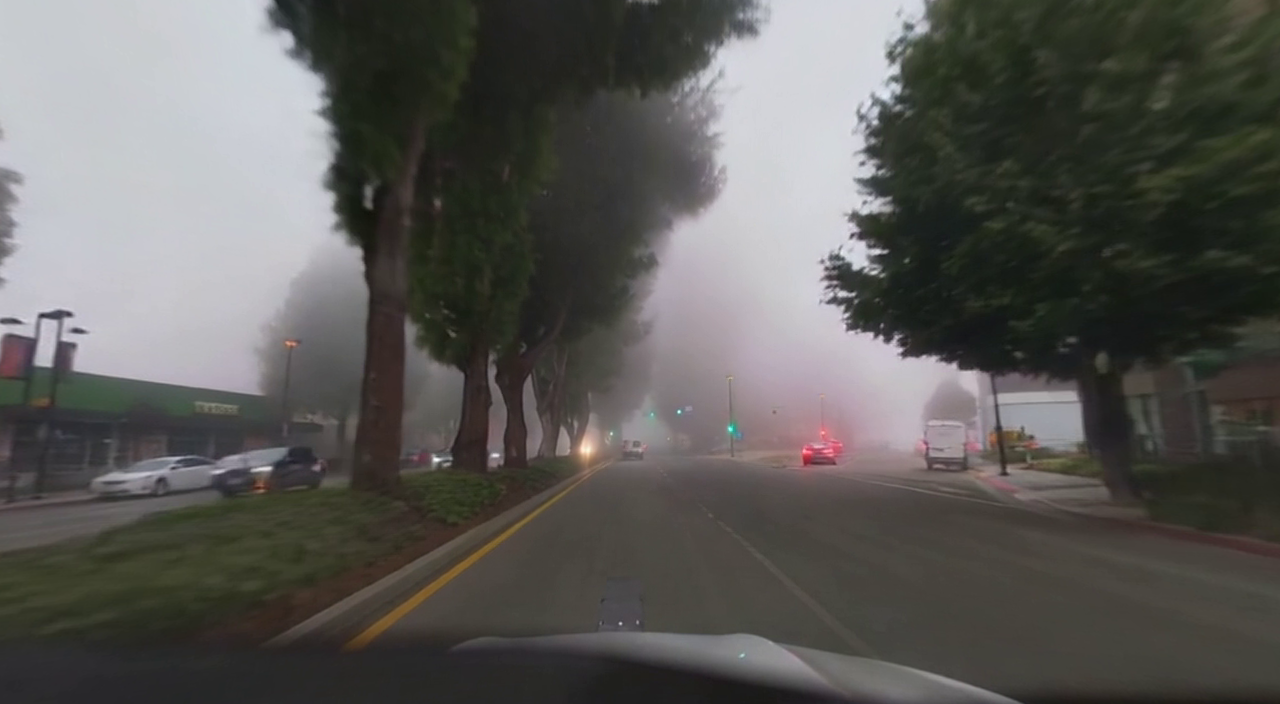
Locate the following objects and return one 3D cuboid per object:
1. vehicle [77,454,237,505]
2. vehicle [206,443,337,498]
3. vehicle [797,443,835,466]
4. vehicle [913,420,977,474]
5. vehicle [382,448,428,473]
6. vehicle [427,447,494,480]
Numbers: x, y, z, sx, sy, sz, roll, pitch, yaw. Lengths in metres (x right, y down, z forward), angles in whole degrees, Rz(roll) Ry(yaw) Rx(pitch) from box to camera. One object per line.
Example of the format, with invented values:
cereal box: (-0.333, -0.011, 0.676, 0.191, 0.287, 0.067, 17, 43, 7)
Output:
vehicle: (-16.376, 4.300, 21.829, 1.856, 1.496, 4.686, 0, -9, -1)
vehicle: (-12.082, 3.868, 21.085, 1.883, 1.609, 4.102, 0, -9, -1)
vehicle: (12.391, 7.161, 44.266, 1.961, 1.485, 4.762, -4, -9, 22)
vehicle: (16.795, 5.254, 35.096, 2.311, 2.722, 5.823, -3, -9, 18)
vehicle: (-16.690, 7.683, 45.105, 1.808, 1.670, 3.937, 0, -9, -1)
vehicle: (-8.718, 5.423, 31.064, 1.960, 1.461, 4.433, 0, -9, 0)
